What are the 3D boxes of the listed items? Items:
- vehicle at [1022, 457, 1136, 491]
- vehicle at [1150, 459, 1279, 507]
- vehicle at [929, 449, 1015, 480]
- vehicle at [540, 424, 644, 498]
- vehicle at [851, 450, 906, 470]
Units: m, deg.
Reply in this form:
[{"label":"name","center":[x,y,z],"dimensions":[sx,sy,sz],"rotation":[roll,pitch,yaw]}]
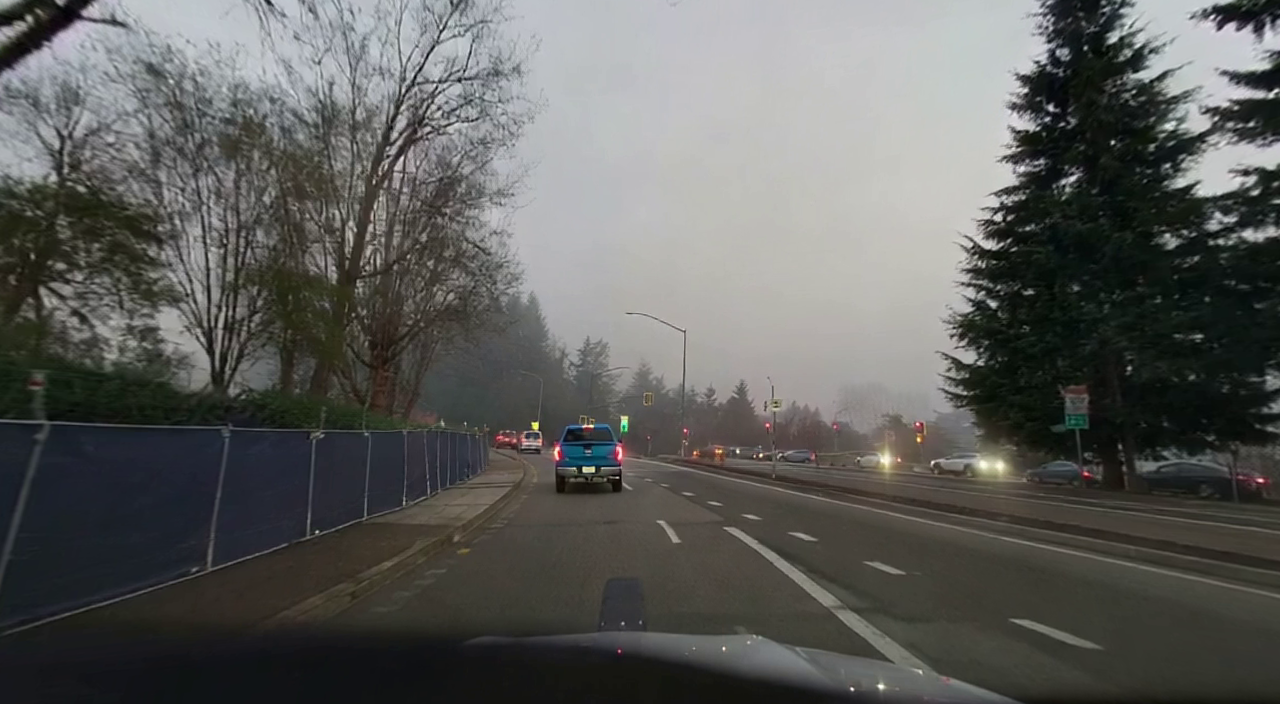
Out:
[{"label":"vehicle","center":[22.433,6.235,32.501],"dimensions":[1.850,1.470,4.761],"rotation":[2,-9,-11]},{"label":"vehicle","center":[23.611,5.200,25.446],"dimensions":[1.895,1.611,4.545],"rotation":[1,-8,-7]},{"label":"vehicle","center":[20.900,7.077,39.942],"dimensions":[1.938,1.781,5.078],"rotation":[1,-8,-11]},{"label":"vehicle","center":[-1.382,2.959,17.563],"dimensions":[2.436,1.698,5.322],"rotation":[1,-8,-6]},{"label":"vehicle","center":[18.694,8.478,49.674],"dimensions":[1.805,1.494,4.362],"rotation":[2,-9,-15]}]
